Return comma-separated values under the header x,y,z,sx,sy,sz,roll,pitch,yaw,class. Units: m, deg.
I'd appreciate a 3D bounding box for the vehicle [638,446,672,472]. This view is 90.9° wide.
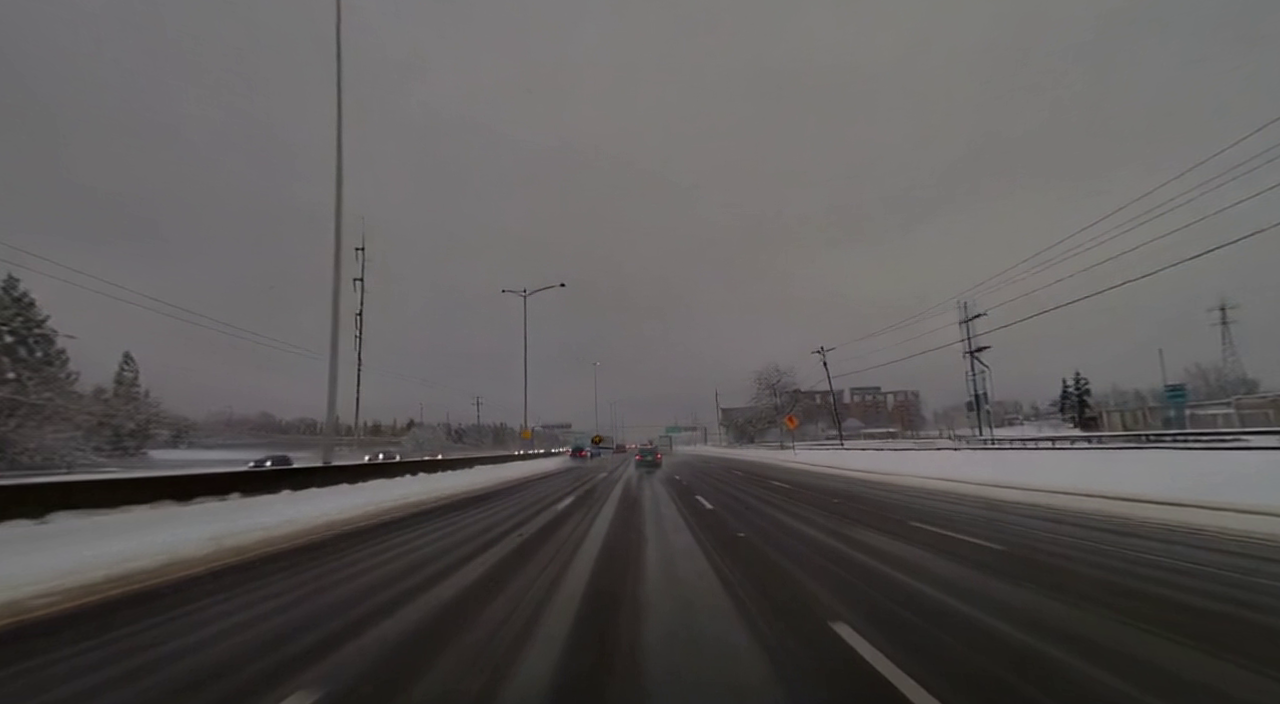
x,y,z,sx,sy,sz,roll,pitch,yaw,class
0.835,6.396,37.991,1.891,1.444,3.968,0,-8,-1,vehicle

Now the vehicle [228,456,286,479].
x,y,z,sx,sy,sz,roll,pitch,yaw,class
-23.721,7.141,39.147,1.460,1.329,3.273,0,-8,1,vehicle
